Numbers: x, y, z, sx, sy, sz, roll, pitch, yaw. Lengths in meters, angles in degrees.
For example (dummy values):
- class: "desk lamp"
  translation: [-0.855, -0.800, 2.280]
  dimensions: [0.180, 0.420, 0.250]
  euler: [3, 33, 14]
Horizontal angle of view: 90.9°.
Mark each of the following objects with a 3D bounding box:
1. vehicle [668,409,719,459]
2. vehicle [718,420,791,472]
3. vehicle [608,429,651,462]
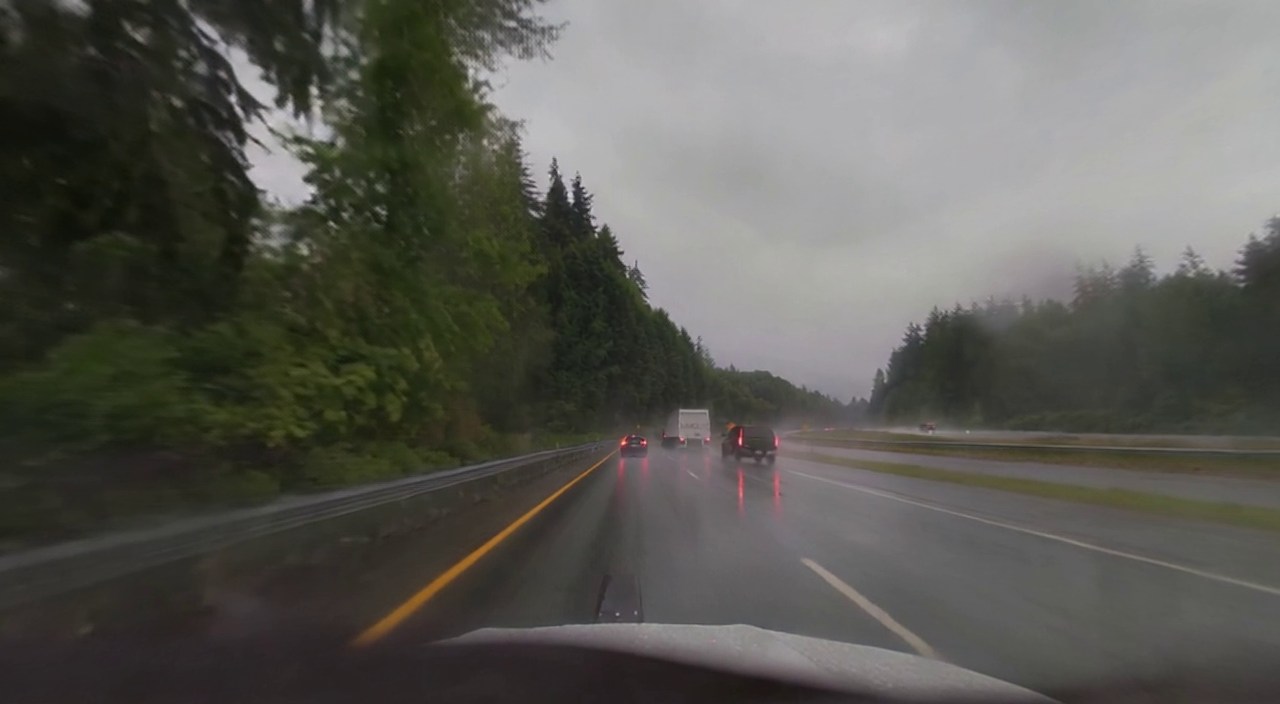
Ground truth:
- class: "vehicle"
  translation: [3.520, 5.576, 43.023]
  dimensions: [2.728, 3.053, 7.708]
  euler: [0, -7, 0]
- class: "vehicle"
  translation: [4.506, 3.764, 25.436]
  dimensions: [2.073, 1.905, 4.023]
  euler: [0, -7, -1]
- class: "vehicle"
  translation: [-0.586, 5.076, 34.402]
  dimensions: [2.206, 1.681, 4.111]
  euler: [0, -7, -1]
